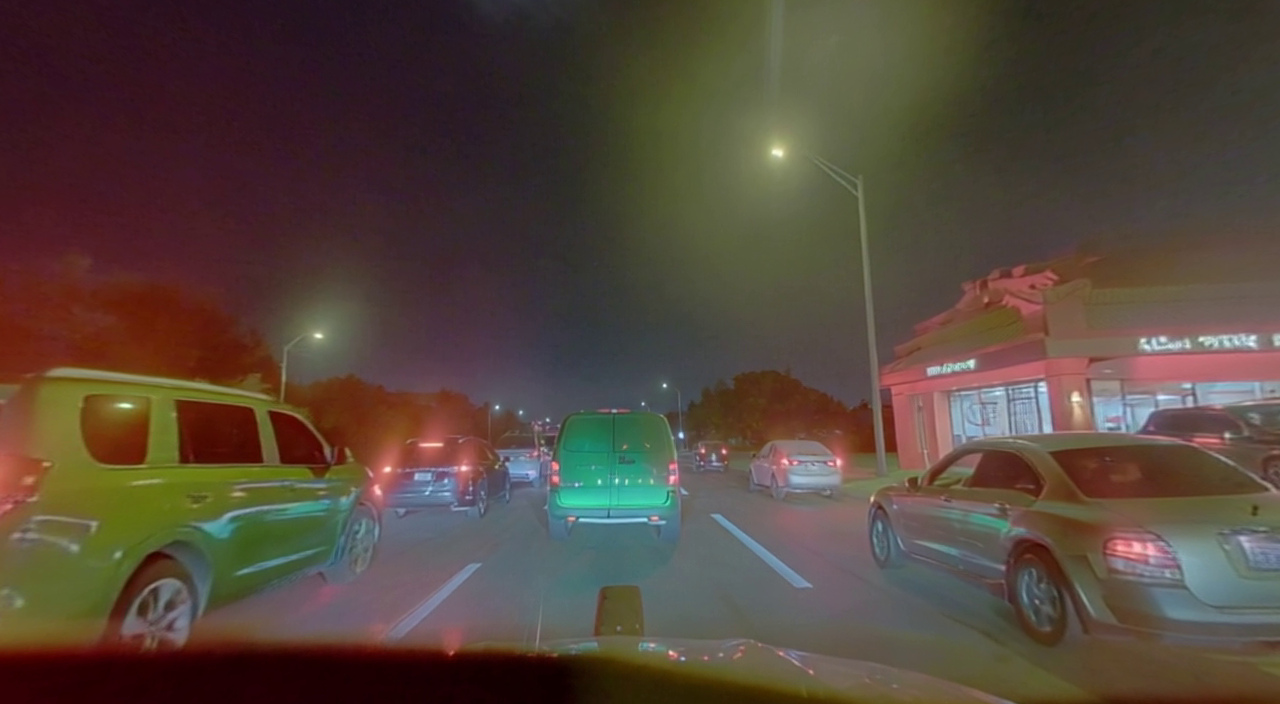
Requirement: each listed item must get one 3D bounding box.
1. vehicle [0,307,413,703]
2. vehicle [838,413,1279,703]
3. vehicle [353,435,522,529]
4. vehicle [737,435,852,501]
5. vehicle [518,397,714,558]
[{"bbox_3d":[-3.609,1.068,4.554,2.231,1.853,4.461,0,-9,0],"label":"vehicle"},{"bbox_3d":[3.382,1.381,5.411,1.900,1.477,4.352,0,-9,-1],"label":"vehicle"},{"bbox_3d":[-3.565,2.354,12.031,1.849,1.451,4.218,0,-9,-1],"label":"vehicle"},{"bbox_3d":[3.900,3.000,16.754,1.875,1.521,4.192,0,-9,-2],"label":"vehicle"},{"bbox_3d":[-0.314,1.754,9.422,2.238,1.825,4.190,0,-9,-1],"label":"vehicle"}]
